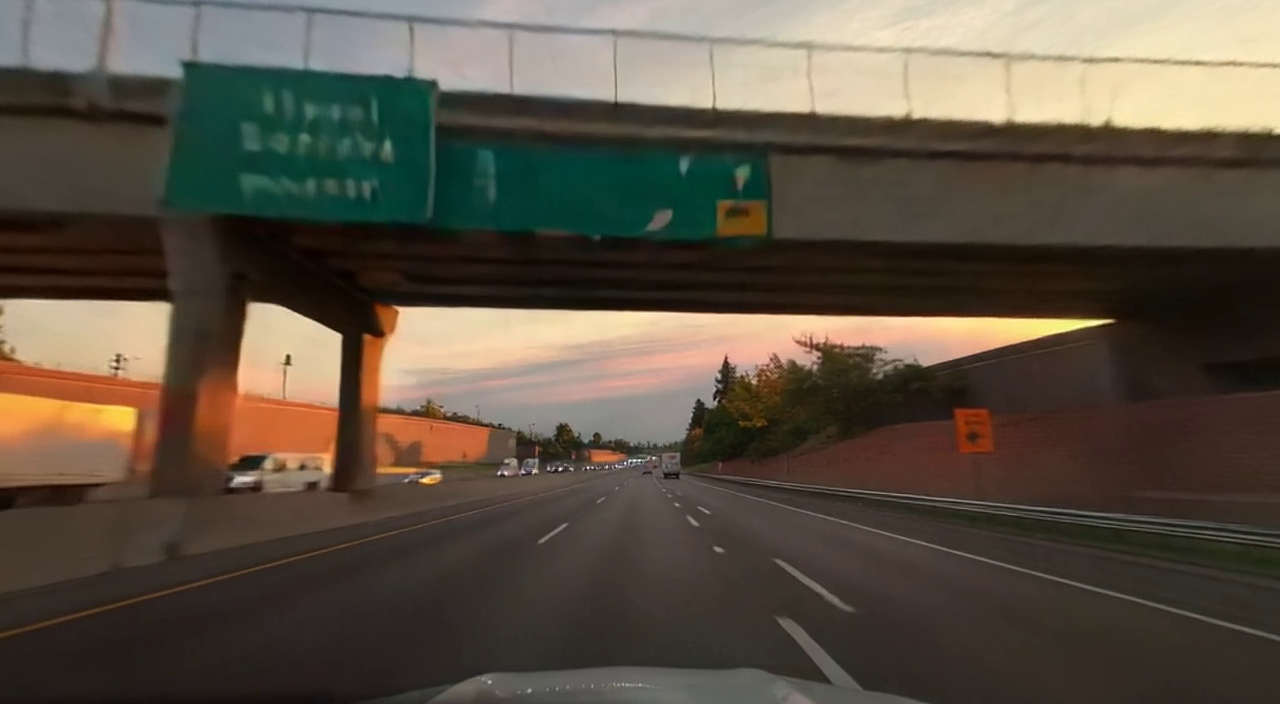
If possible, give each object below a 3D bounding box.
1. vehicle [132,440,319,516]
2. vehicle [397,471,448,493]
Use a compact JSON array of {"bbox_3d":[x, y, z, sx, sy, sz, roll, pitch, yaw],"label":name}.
[{"bbox_3d":[-15.603,4.830,24.486,2.534,2.481,6.817,1,-10,0],"label":"vehicle"},{"bbox_3d":[-15.685,9.358,45.588,2.087,1.459,4.210,1,-10,1],"label":"vehicle"}]
